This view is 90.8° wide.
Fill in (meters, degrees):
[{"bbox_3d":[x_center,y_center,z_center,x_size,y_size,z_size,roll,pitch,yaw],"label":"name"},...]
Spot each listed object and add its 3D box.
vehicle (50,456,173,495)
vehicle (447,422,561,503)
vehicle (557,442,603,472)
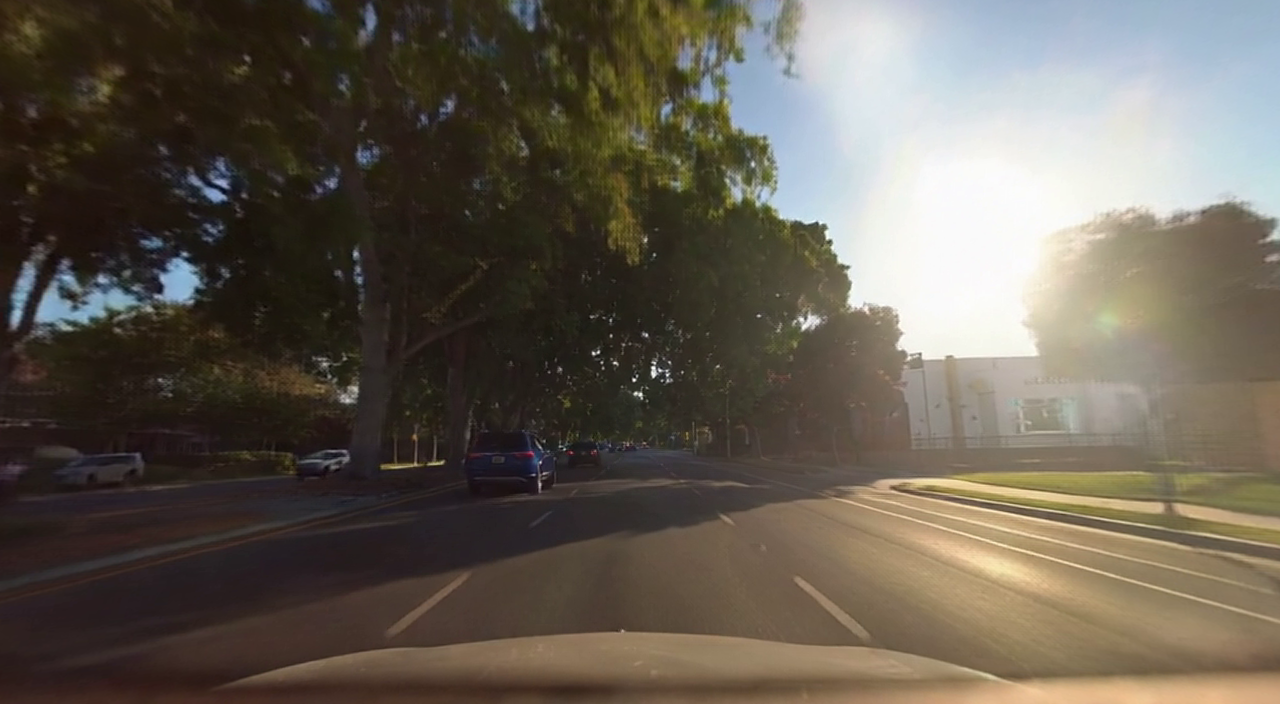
[{"bbox_3d":[-22.879,5.318,27.590,1.906,1.494,3.966,0,-8,0],"label":"vehicle"},{"bbox_3d":[-3.361,2.829,16.582,2.042,1.817,4.364,0,-8,0],"label":"vehicle"},{"bbox_3d":[-3.122,5.580,33.862,2.069,1.470,4.601,0,-8,0],"label":"vehicle"}]
